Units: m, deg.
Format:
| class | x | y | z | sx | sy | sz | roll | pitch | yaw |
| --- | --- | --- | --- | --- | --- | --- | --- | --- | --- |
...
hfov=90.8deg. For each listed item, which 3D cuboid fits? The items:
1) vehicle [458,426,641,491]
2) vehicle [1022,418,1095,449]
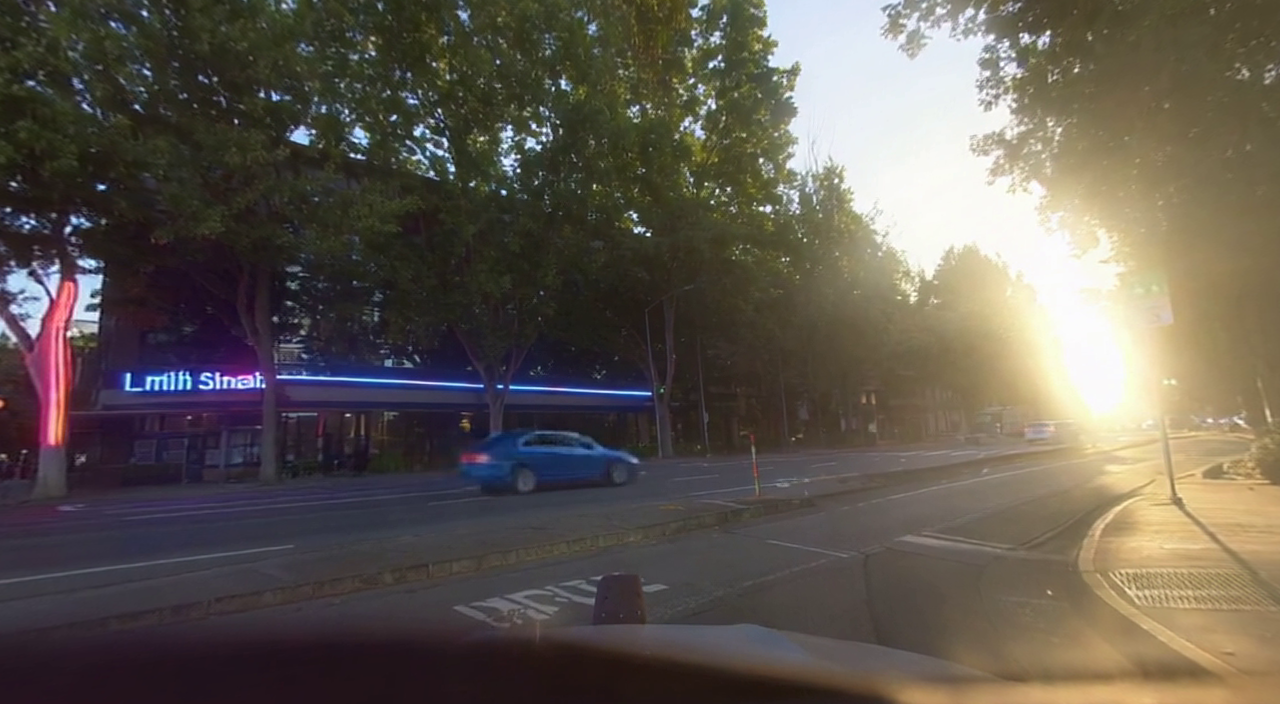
| class | x | y | z | sx | sy | sz | roll | pitch | yaw |
| --- | --- | --- | --- | --- | --- | --- | --- | --- | --- |
| vehicle | -2.253 | 2.754 | 16.578 | 4.415 | 1.464 | 1.890 | 8 | -12 | -42 |
| vehicle | 21.839 | 4.285 | 32.911 | 4.182 | 1.536 | 1.885 | 7 | -11 | -38 |
